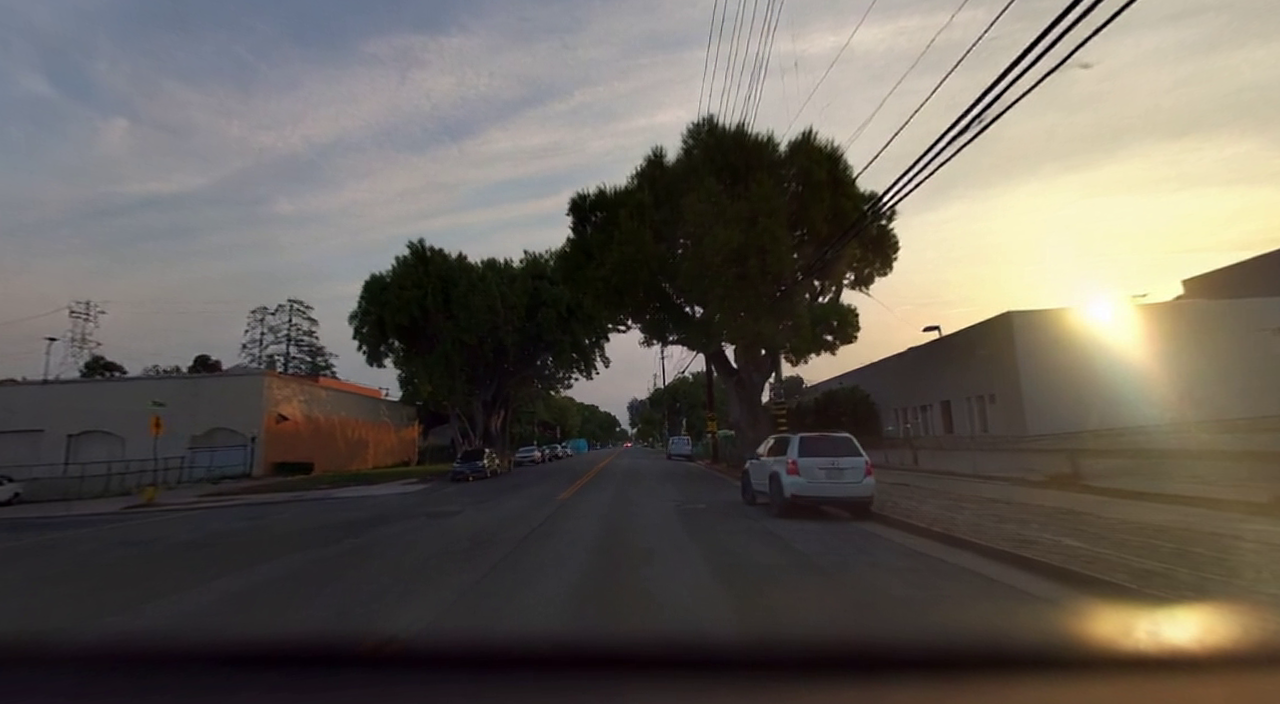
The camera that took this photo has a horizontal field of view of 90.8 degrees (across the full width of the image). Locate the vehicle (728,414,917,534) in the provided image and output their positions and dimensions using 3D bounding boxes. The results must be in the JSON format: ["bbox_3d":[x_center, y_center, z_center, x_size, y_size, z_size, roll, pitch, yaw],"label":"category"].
[{"bbox_3d":[3.180,2.276,12.419,2.138,1.820,5.218,0,-9,0],"label":"vehicle"}]

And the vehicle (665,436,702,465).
[{"bbox_3d":[2.979,6.853,43.990,2.120,1.869,4.773,0,-9,-2],"label":"vehicle"}]

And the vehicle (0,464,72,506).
[{"bbox_3d":[-25.789,5.408,25.450,1.803,1.469,4.240,-3,-7,1],"label":"vehicle"}]

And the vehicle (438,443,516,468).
[{"bbox_3d":[-12.428,7.898,48.412,5.330,1.805,2.170,0,-9,-1],"label":"vehicle"}]
